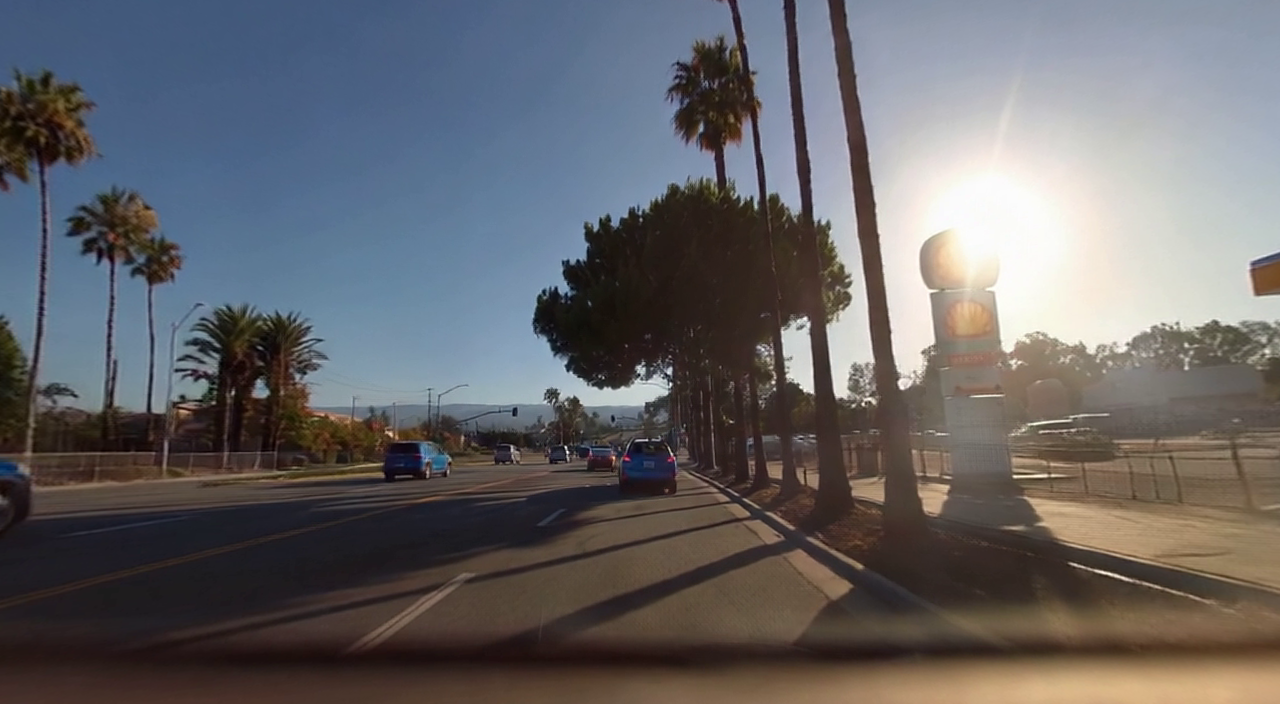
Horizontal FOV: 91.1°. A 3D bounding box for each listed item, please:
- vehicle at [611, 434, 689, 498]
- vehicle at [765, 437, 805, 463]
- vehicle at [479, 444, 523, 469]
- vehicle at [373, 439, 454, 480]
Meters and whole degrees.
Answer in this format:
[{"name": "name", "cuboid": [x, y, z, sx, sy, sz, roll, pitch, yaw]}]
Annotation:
[{"name": "vehicle", "cuboid": [0.323, 3.374, 18.968, 2.121, 1.710, 3.893, 0, -9, 2]}, {"name": "vehicle", "cuboid": [8.620, 5.755, 37.039, 1.837, 1.416, 3.947, -3, -9, 19]}, {"name": "vehicle", "cuboid": [-10.101, 7.613, 46.024, 1.998, 1.731, 4.952, 0, -9, 2]}, {"name": "vehicle", "cuboid": [-10.221, 4.869, 28.726, 1.965, 1.743, 4.327, 0, -9, 2]}]
